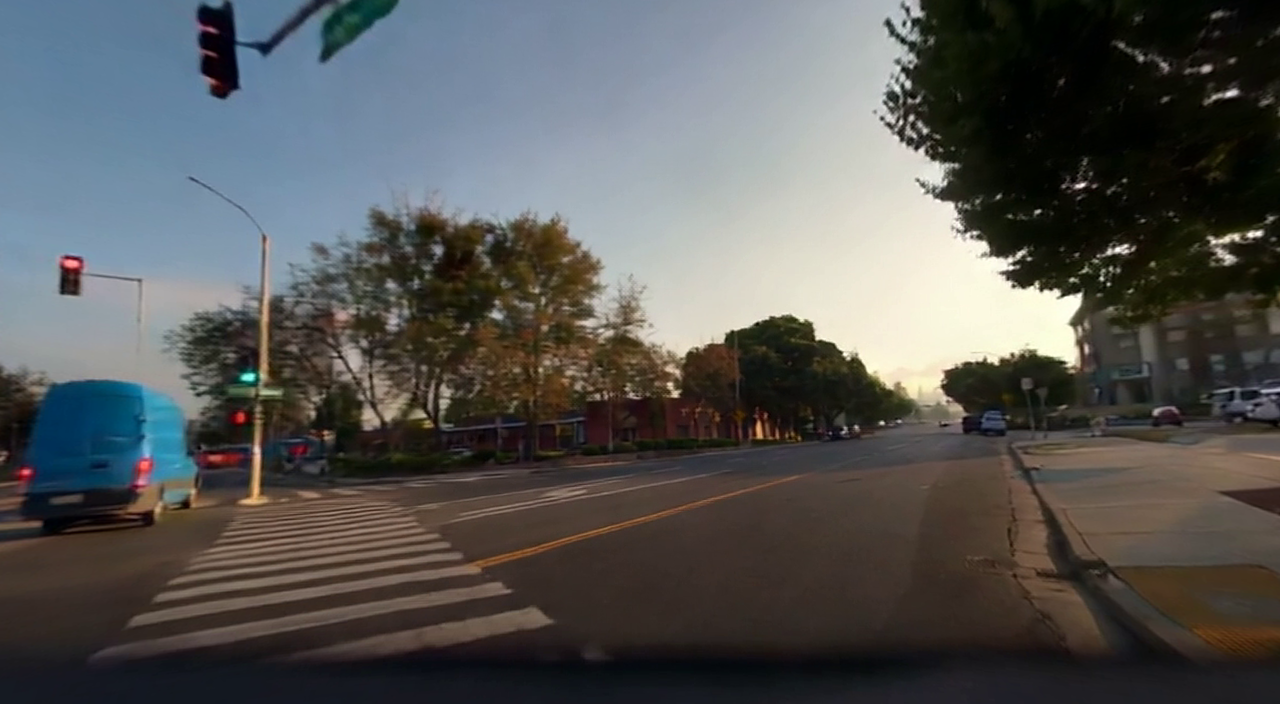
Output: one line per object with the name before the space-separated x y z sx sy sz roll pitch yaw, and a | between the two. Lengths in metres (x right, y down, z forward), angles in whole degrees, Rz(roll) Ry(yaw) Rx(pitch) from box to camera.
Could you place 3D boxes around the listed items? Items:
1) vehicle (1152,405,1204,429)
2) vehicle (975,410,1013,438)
vehicle | 35.721 4.368 42.057 1.919 1.411 4.440 -6 -10 32
vehicle | 26.935 5.526 48.007 2.194 1.896 5.049 -5 -10 31
